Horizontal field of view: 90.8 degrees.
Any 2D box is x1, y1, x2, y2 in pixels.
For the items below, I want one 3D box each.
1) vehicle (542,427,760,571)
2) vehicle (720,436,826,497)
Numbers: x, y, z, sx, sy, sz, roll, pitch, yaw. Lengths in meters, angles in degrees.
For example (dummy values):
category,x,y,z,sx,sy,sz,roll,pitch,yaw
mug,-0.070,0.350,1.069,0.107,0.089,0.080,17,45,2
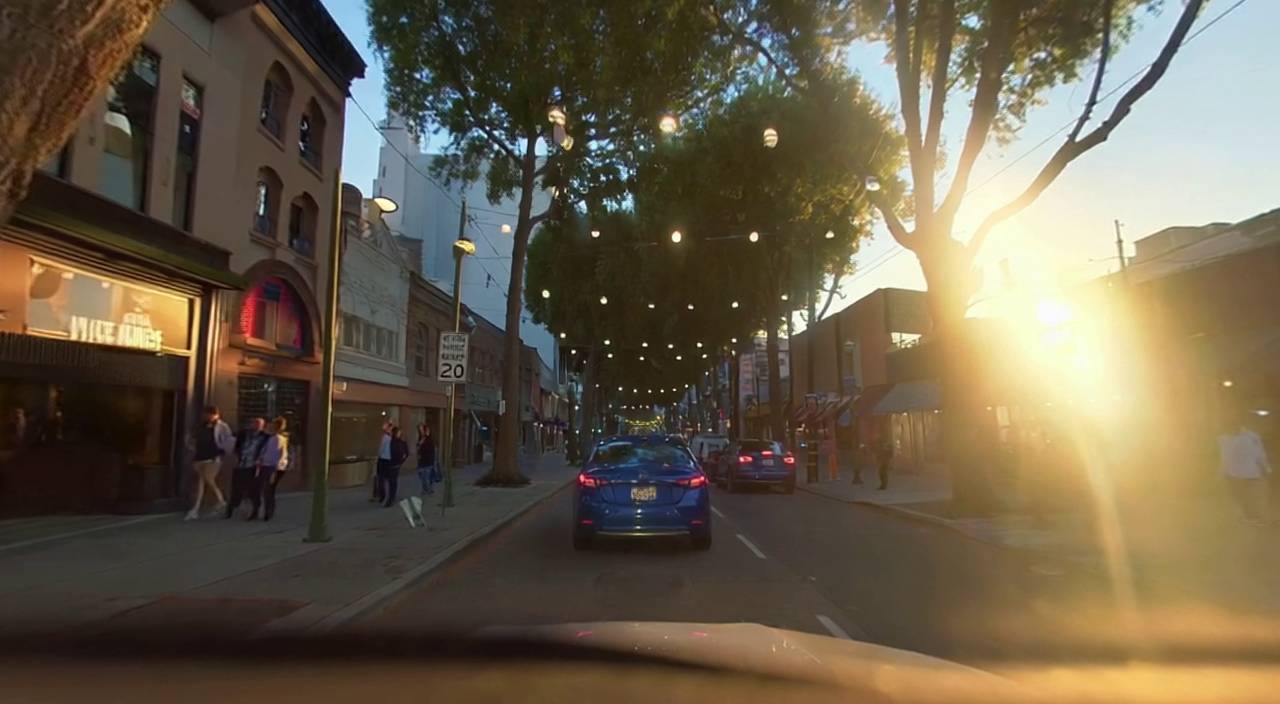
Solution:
category,x,y,z,sx,sy,sz,roll,pitch,yaw
vehicle,0.079,1.843,8.720,2.261,1.474,4.130,0,-8,-1
vehicle,3.613,3.203,18.097,2.025,1.523,4.426,0,-9,-1
